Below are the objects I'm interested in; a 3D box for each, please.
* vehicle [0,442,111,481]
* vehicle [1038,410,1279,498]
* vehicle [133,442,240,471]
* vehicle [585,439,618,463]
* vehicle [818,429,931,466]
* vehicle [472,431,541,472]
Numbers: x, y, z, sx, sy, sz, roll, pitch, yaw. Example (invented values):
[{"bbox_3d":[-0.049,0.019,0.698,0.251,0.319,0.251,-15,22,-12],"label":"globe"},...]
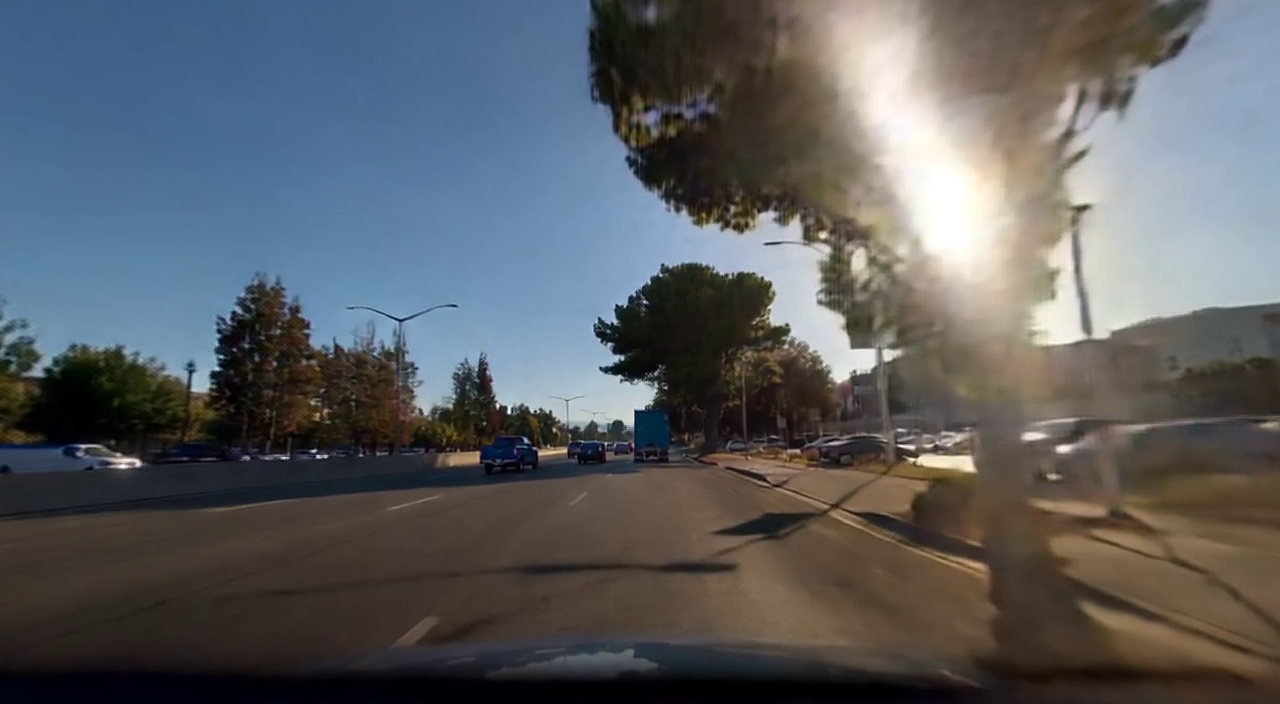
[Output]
[{"bbox_3d":[-34.070,6.147,35.534,6.393,2.108,2.467,-1,-9,4],"label":"vehicle"},{"bbox_3d":[11.326,2.114,13.144,4.655,1.688,1.876,-1,-9,2],"label":"vehicle"},{"bbox_3d":[-34.029,7.849,47.417,6.188,2.110,2.333,0,-9,2],"label":"vehicle"},{"bbox_3d":[-2.822,7.457,47.652,2.114,1.663,4.381,0,-8,1],"label":"vehicle"},{"bbox_3d":[10.578,4.366,28.699,4.346,1.595,1.964,0,-9,0],"label":"vehicle"},{"bbox_3d":[-6.632,5.043,32.013,2.149,1.893,5.187,-1,-8,2],"label":"vehicle"}]
